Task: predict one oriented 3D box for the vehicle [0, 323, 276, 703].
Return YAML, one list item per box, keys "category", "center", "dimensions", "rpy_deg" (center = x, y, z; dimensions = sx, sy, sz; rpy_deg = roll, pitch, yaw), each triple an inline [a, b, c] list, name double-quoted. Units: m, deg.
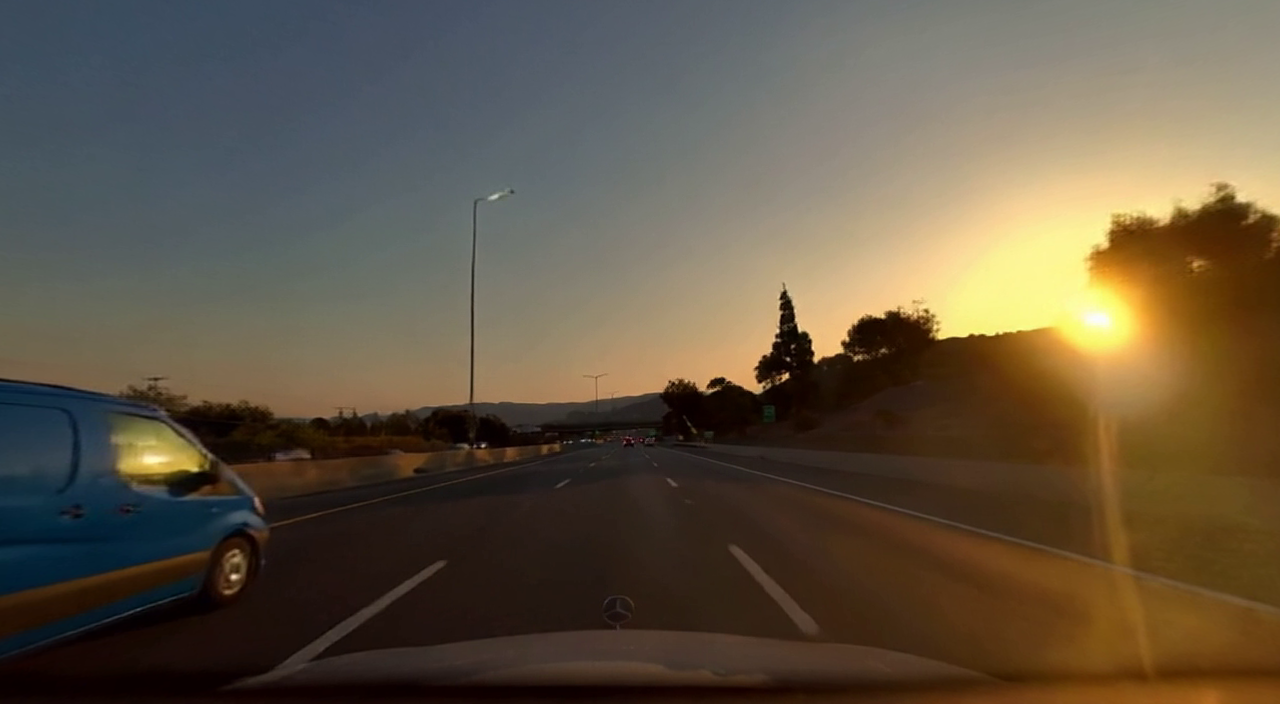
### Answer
- category: "vehicle"
  center: [-4.191, 0.786, 2.993]
  dimensions: [2.104, 1.860, 4.853]
  rpy_deg: [0, -8, -2]
